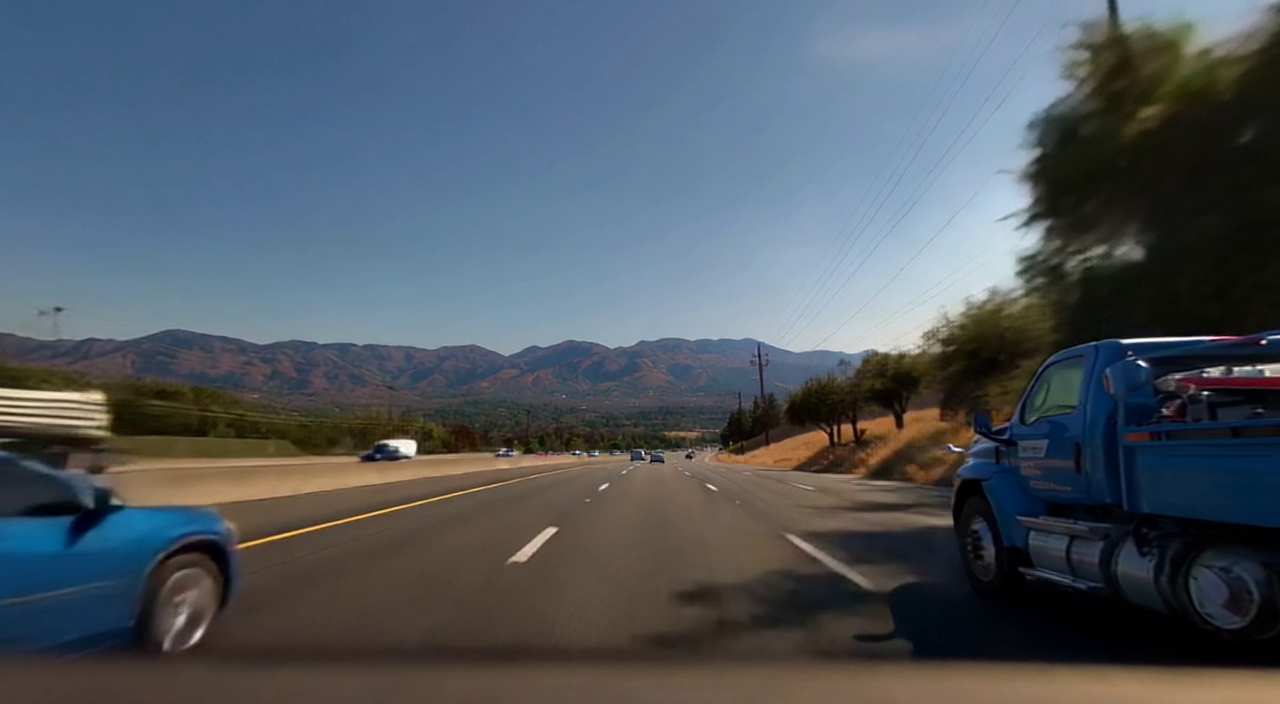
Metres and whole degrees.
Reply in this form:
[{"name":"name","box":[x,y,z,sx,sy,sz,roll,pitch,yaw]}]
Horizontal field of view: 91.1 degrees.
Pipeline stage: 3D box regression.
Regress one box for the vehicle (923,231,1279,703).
[{"name":"vehicle","box":[3.731,0.606,2.040,2.538,2.228,6.370,0,-9,-1]}]

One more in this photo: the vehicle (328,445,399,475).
[{"name":"vehicle","box":[-17.367,6.791,39.803,2.076,1.738,5.045,0,-9,2]}]

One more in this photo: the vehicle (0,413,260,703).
[{"name":"vehicle","box":[-3.613,0.907,1.930,1.974,1.493,4.563,0,-9,1]}]
